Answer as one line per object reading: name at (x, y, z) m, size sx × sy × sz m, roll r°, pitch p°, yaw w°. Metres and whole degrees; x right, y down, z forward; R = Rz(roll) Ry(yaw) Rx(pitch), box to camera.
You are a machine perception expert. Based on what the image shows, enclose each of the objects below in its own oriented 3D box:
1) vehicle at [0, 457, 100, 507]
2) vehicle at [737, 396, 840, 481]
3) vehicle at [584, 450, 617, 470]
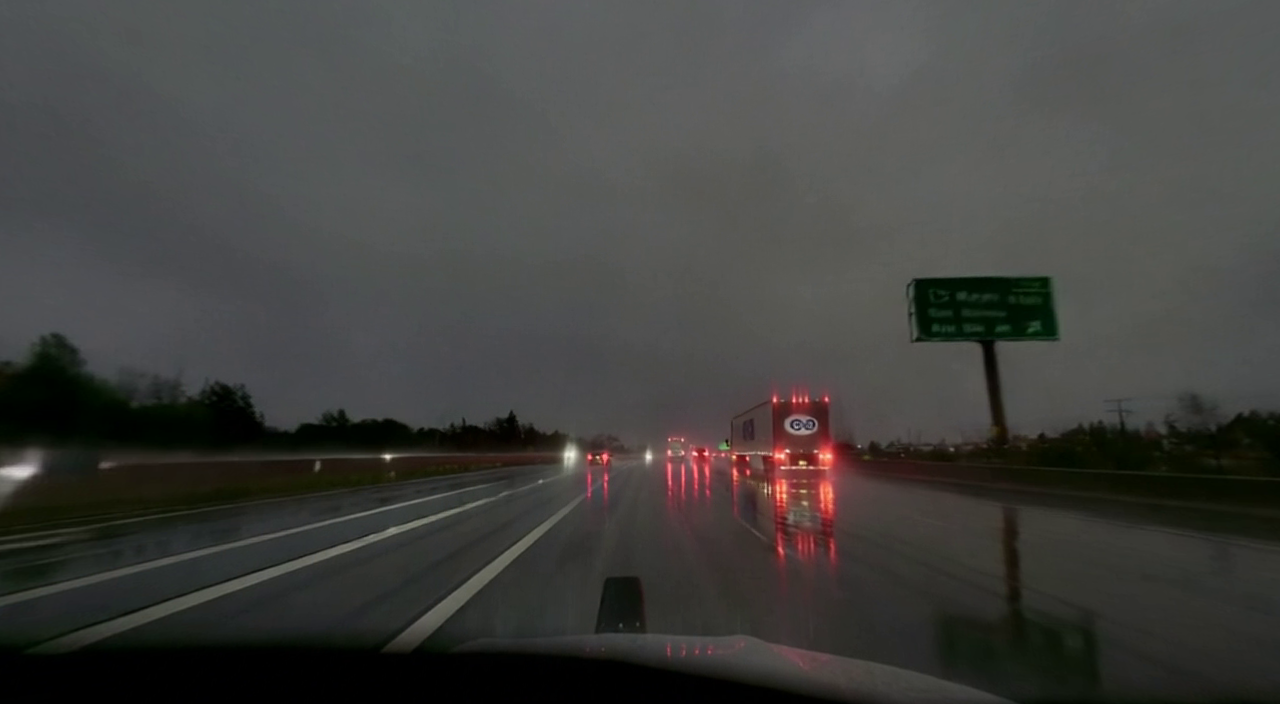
vehicle at (-24.808, 5.122, 25.090) m, size 2.007 × 1.759 × 4.906 m, roll 0°, pitch -9°, yaw 3°
vehicle at (8.470, 5.425, 38.654) m, size 2.912 × 4.143 × 15.538 m, roll 0°, pitch -9°, yaw 1°
vehicle at (-3.052, 8.446, 49.412) m, size 2.164 × 1.507 × 4.748 m, roll 0°, pitch -9°, yaw 1°
